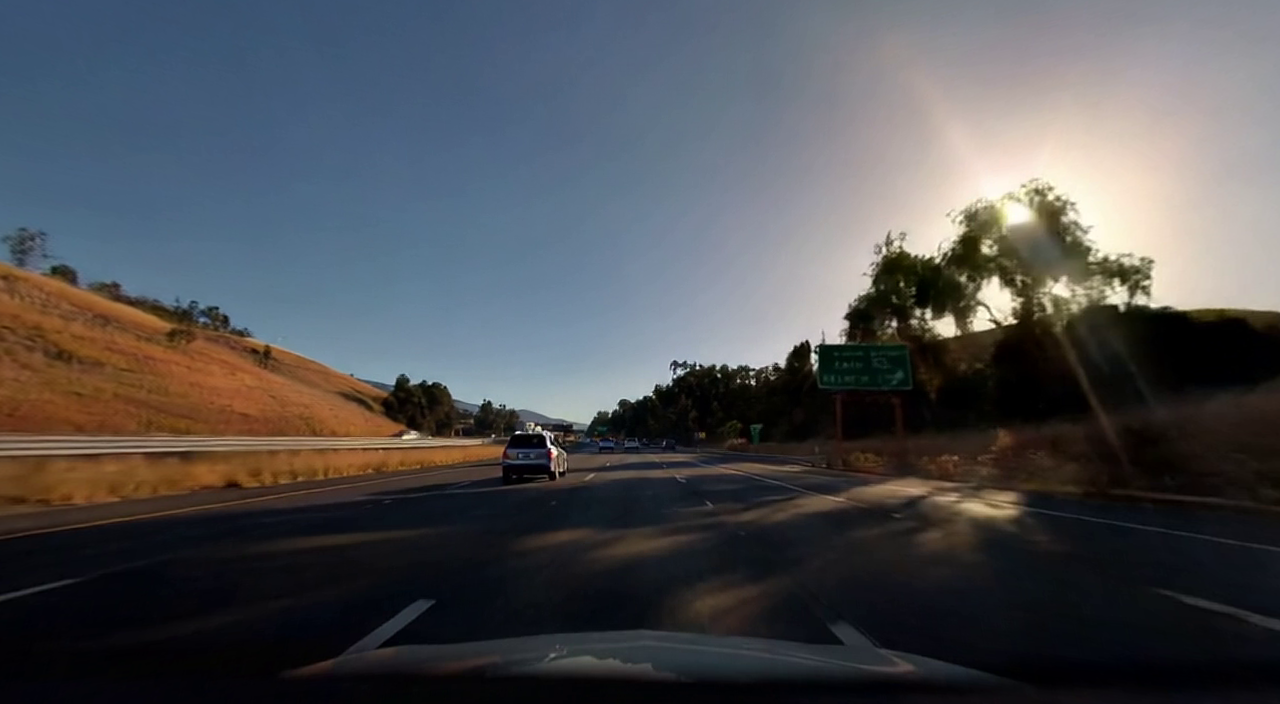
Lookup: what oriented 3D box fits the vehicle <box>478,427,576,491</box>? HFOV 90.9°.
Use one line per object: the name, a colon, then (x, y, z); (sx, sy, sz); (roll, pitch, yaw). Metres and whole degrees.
vehicle: (-3.541, 3.489, 20.829); (2.218, 1.848, 4.789); (0, -9, 1)
